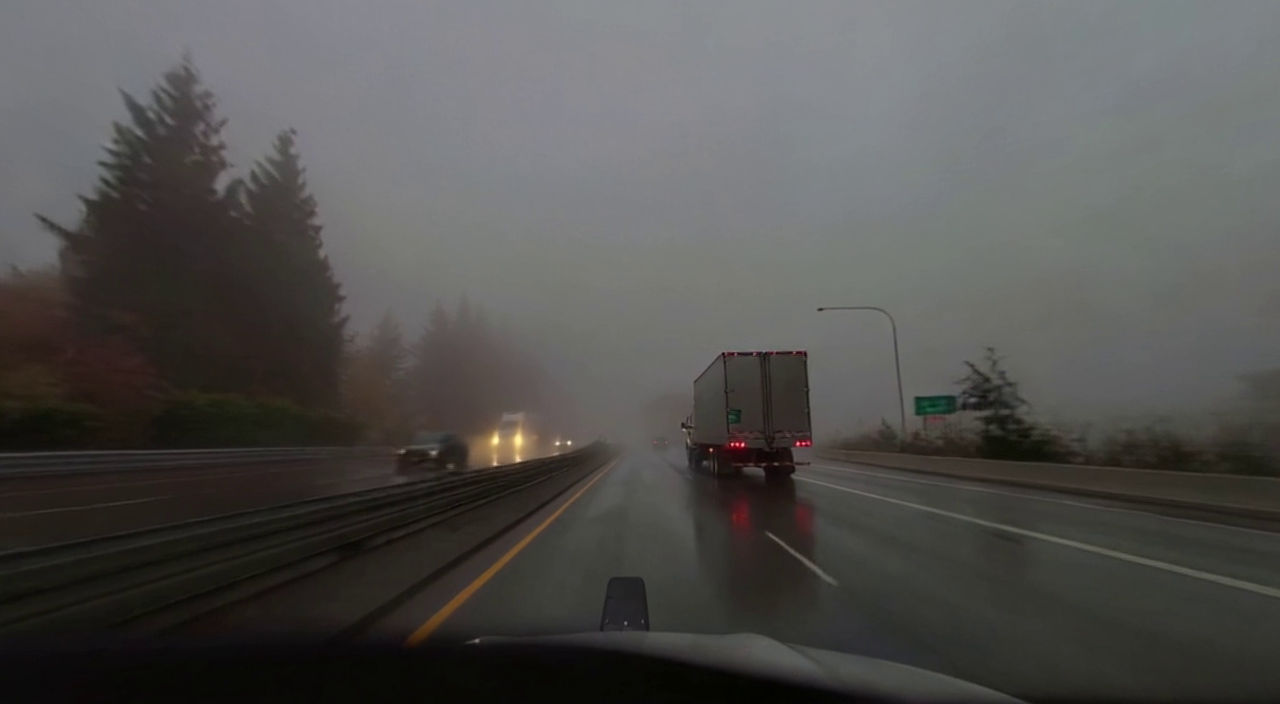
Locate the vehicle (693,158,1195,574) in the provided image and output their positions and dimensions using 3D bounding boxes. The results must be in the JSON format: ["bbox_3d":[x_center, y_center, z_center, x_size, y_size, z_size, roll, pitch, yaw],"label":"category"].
[{"bbox_3d":[3.611,1.035,13.382,3.691,4.331,13.909,0,-8,0],"label":"vehicle"}]

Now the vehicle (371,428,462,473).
[{"bbox_3d":[-8.224,3.667,23.592,1.881,1.540,4.047,0,-8,1],"label":"vehicle"}]
